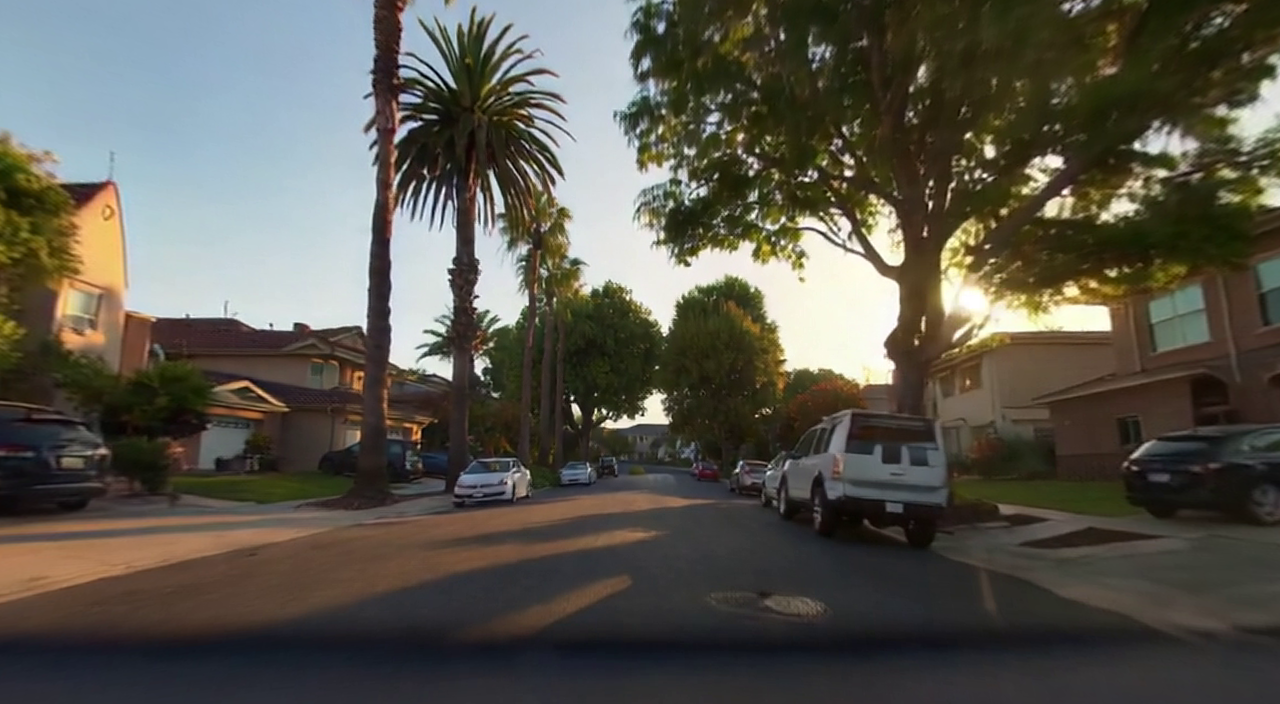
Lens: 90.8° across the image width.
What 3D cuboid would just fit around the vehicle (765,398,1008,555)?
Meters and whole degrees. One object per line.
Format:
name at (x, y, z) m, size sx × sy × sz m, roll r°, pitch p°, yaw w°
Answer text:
vehicle at (3.851, 2.113, 11.482) m, size 2.184 × 2.038 × 6.212 m, roll 0°, pitch -9°, yaw 3°

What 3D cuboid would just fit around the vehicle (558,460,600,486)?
vehicle at (-3.630, 7.342, 38.514) m, size 2.080 × 1.479 × 4.531 m, roll 0°, pitch -10°, yaw 0°

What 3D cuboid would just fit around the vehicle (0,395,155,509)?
vehicle at (-11.371, 1.768, 11.049) m, size 4.161 × 1.775 × 1.961 m, roll -2°, pitch -9°, yaw 3°

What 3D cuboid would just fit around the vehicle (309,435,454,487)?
vehicle at (-10.618, 4.493, 26.303) m, size 4.991 × 1.947 × 2.329 m, roll 1°, pitch -8°, yaw 0°

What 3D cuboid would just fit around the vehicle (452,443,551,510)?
vehicle at (-4.312, 3.917, 20.541) m, size 2.147 × 1.823 × 4.725 m, roll -1°, pitch -8°, yaw 0°

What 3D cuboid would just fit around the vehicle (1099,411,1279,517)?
vehicle at (10.376, 1.752, 9.996) m, size 4.643 × 1.520 × 1.826 m, roll -1°, pitch -9°, yaw 4°
